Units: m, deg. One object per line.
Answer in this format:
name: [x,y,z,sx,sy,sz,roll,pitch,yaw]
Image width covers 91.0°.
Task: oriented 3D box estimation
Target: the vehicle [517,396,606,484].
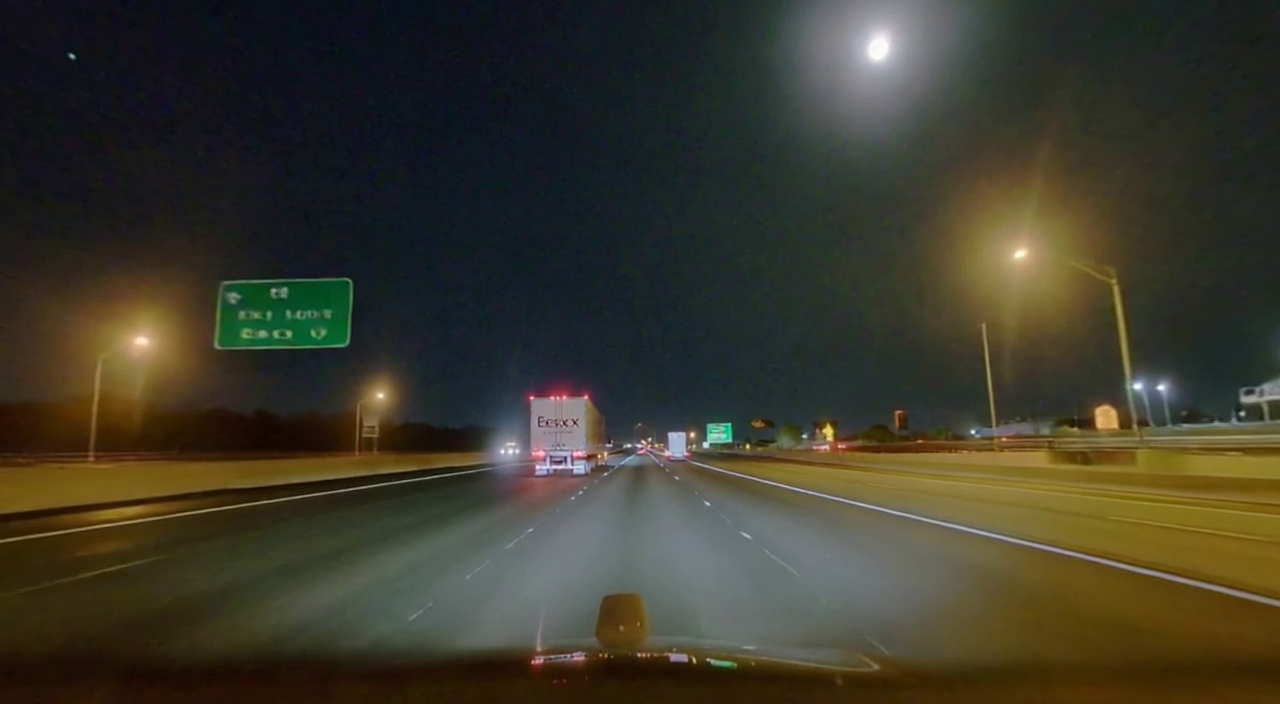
vehicle: [-3.319,4.099,28.966,2.922,3.458,8.360,0,-9,1]
